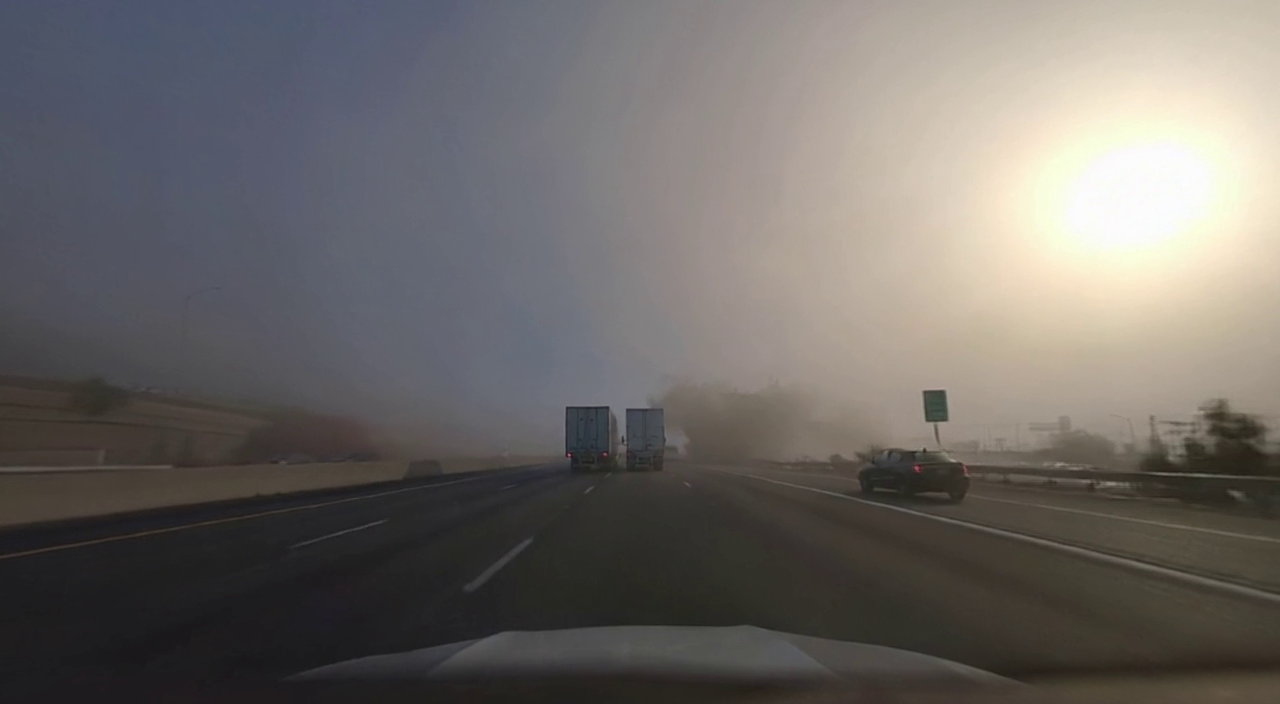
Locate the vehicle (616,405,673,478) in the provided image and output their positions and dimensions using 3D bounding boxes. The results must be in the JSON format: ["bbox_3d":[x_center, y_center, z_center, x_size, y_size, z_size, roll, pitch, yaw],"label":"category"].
[{"bbox_3d":[0.226,5.494,40.407,3.054,3.944,11.230,-1,-6,0],"label":"vehicle"}]

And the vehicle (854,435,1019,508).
[{"bbox_3d":[7.239,2.944,16.032,1.969,1.560,4.394,0,-8,-1],"label":"vehicle"}]

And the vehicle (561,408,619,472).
[{"bbox_3d":[-3.282,6.260,44.637,2.962,3.947,11.574,0,-8,1],"label":"vehicle"}]
